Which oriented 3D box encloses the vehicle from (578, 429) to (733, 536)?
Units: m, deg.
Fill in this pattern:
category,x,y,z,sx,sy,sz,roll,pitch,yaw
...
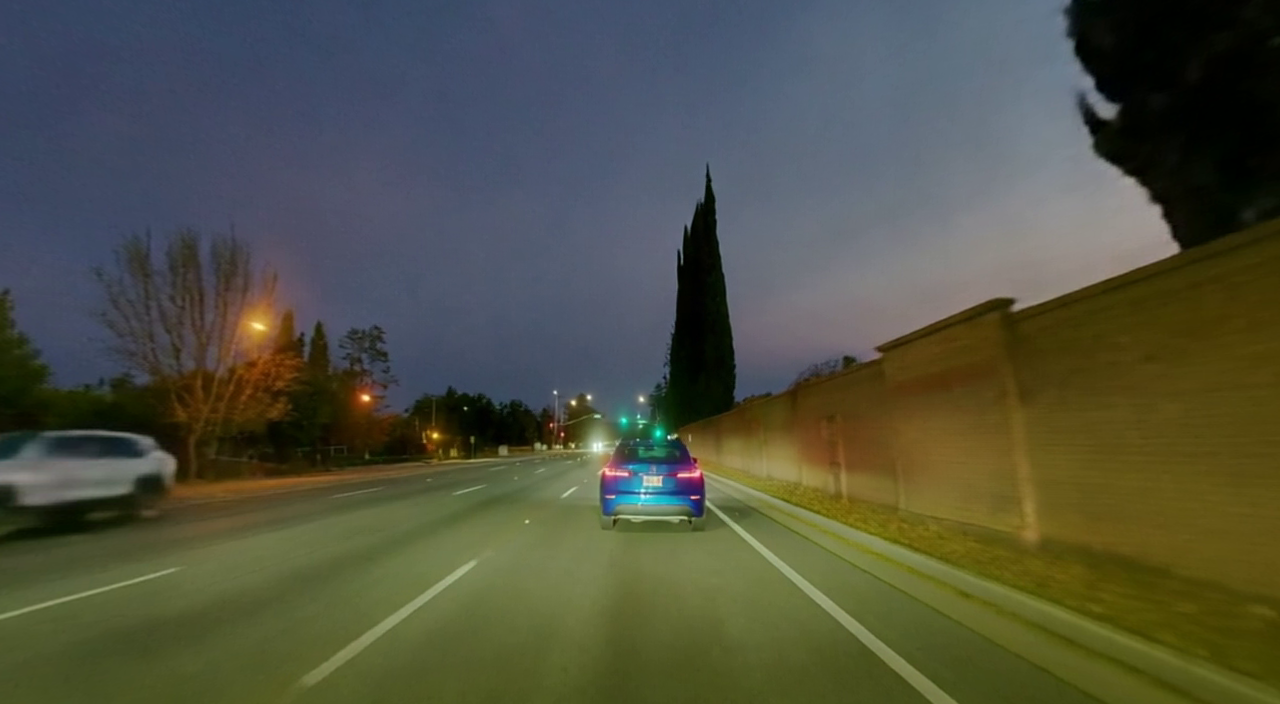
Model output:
category,x,y,z,sx,sy,sz,roll,pitch,yaw
vehicle,0.195,2.184,11.235,2.205,1.509,4.272,0,-8,-1
